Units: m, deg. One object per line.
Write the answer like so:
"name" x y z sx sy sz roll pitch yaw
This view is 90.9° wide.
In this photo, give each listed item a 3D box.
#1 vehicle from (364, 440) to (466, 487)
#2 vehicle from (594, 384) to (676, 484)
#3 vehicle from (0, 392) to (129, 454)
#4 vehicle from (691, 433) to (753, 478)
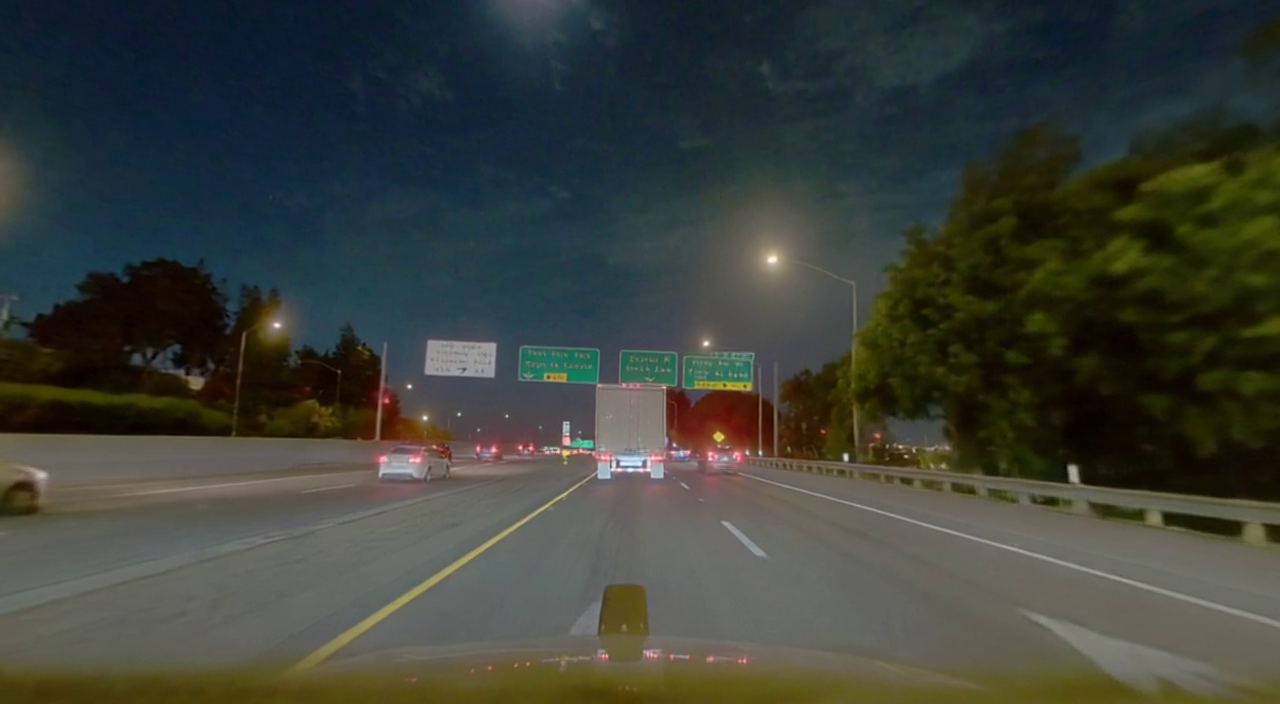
"vehicle" -8.009 4.005 22.985 2.057 1.506 4.829 0 -9 -2
"vehicle" -0.254 3.741 28.132 2.916 3.584 10.841 0 -9 -1
"vehicle" -42.738 4.998 43.235 2.867 3.957 16.267 0 -9 -4
"vehicle" 3.816 4.964 30.378 2.174 1.968 5.016 0 -9 -1
